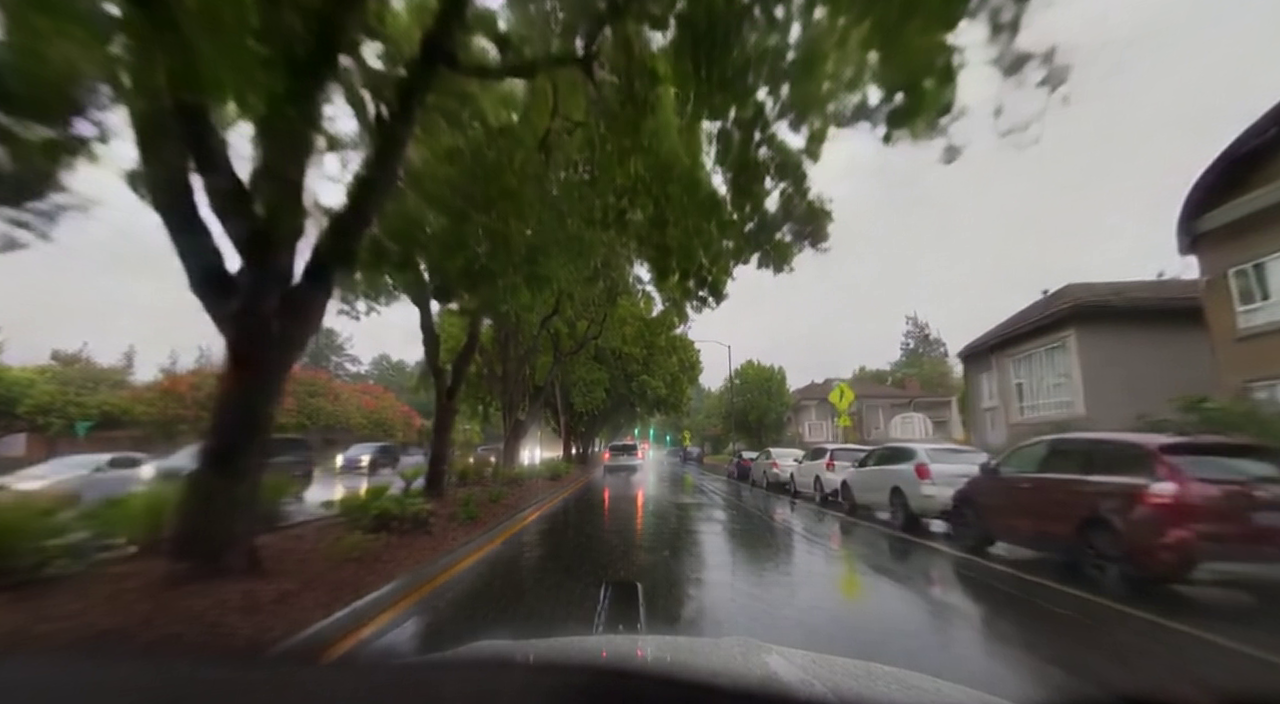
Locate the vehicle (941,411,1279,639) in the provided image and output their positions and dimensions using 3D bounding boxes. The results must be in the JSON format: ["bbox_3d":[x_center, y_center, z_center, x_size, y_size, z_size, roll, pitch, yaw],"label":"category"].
[{"bbox_3d":[5.672,1.714,7.354,2.053,1.799,4.446,0,-8,-1],"label":"vehicle"}]

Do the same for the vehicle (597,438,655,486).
[{"bbox_3d":[-0.530,4.226,24.615,2.070,1.698,3.925,0,-8,0],"label":"vehicle"}]

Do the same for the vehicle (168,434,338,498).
[{"bbox_3d":[-11.924,3.530,20.045,2.020,1.754,5.185,0,-8,1],"label":"vehicle"}]

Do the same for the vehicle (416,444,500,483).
[{"bbox_3d":[-7.548,4.673,26.825,2.105,1.474,4.808,0,-8,0],"label":"vehicle"}]

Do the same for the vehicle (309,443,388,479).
[{"bbox_3d":[-15.887,5.950,34.732,2.038,1.813,4.764,0,-9,1],"label":"vehicle"}]

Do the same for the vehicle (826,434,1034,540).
[{"bbox_3d":[5.536,2.599,12.886,1.996,1.738,4.496,0,-8,-2],"label":"vehicle"}]
